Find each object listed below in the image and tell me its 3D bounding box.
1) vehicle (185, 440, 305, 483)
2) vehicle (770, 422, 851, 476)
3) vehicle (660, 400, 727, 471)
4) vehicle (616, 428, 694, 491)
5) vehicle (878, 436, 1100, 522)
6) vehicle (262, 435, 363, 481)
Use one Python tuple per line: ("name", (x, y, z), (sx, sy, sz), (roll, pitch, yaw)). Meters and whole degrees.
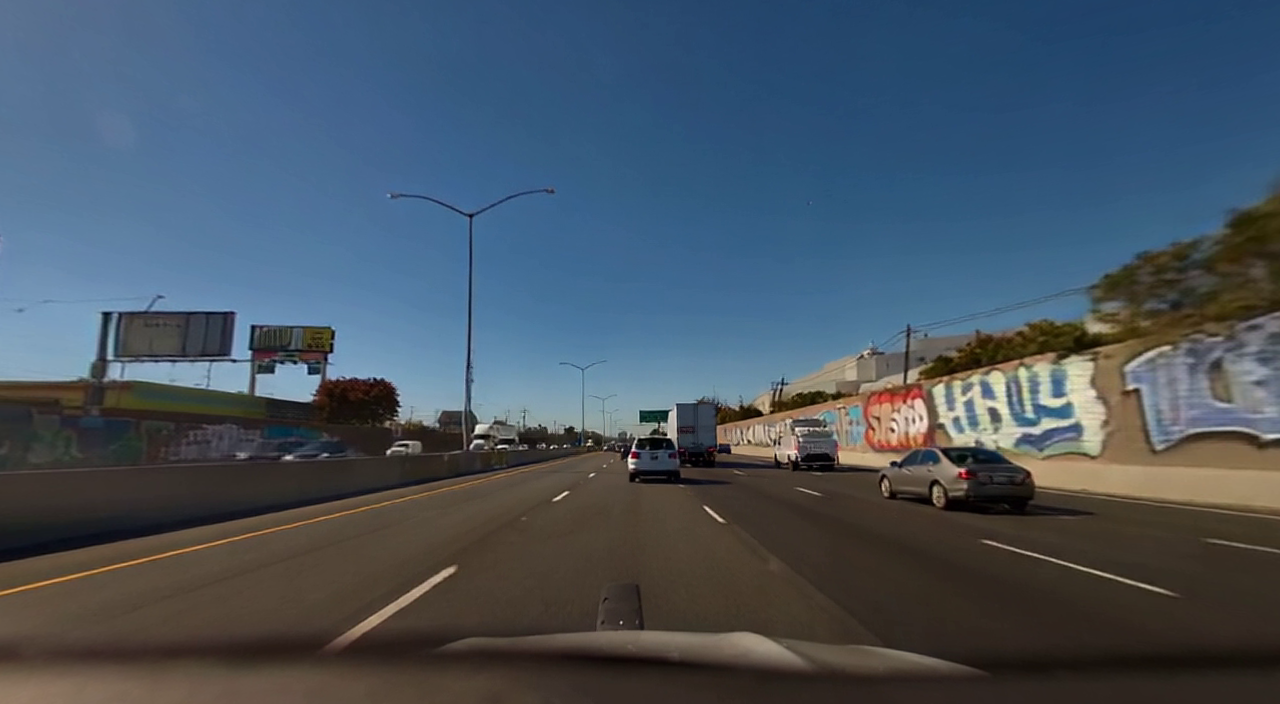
("vehicle", (-14.210, 3.946, 22.995), (2.065, 1.401, 3.497), (0, -9, 0))
("vehicle", (8.251, 4.813, 31.433), (2.322, 2.360, 6.433), (0, -9, 1))
("vehicle", (3.034, 5.268, 39.172), (2.976, 3.806, 10.591), (0, -9, -1))
("vehicle", (0.342, 3.614, 21.567), (2.249, 1.843, 5.176), (0, -9, -3))
("vehicle", (6.954, 2.565, 13.347), (1.915, 1.476, 4.677), (0, -9, -1))
("vehicle", (-10.650, 3.458, 20.794), (1.526, 1.383, 3.355), (0, -9, 0))
